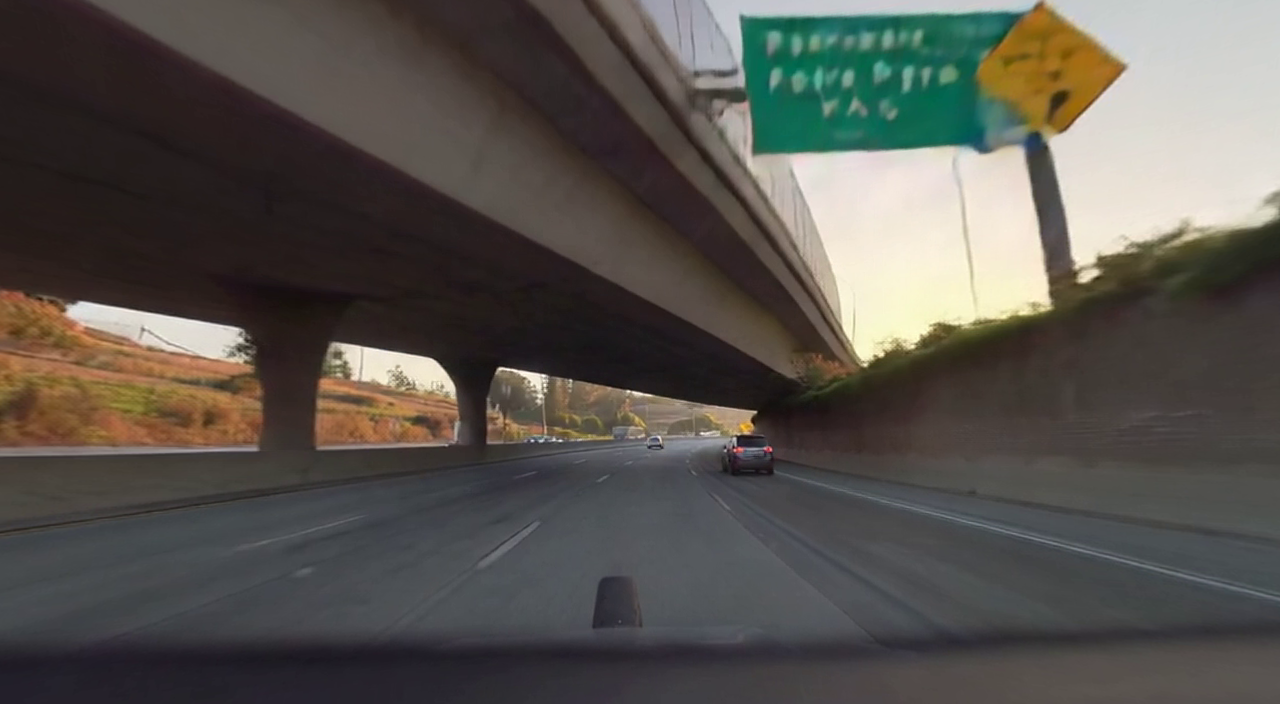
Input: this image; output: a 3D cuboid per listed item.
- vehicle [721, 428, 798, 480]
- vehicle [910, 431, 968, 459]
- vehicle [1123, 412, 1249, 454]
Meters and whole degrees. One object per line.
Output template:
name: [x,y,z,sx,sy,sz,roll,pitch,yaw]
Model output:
vehicle: [4.287,3.750,23.284,2.090,1.715,4.228,0,-8,1]
vehicle: [20.118,6.332,42.609,1.912,1.756,4.768,0,-9,4]
vehicle: [29.342,4.387,34.009,4.491,1.767,2.057,-8,-9,16]
